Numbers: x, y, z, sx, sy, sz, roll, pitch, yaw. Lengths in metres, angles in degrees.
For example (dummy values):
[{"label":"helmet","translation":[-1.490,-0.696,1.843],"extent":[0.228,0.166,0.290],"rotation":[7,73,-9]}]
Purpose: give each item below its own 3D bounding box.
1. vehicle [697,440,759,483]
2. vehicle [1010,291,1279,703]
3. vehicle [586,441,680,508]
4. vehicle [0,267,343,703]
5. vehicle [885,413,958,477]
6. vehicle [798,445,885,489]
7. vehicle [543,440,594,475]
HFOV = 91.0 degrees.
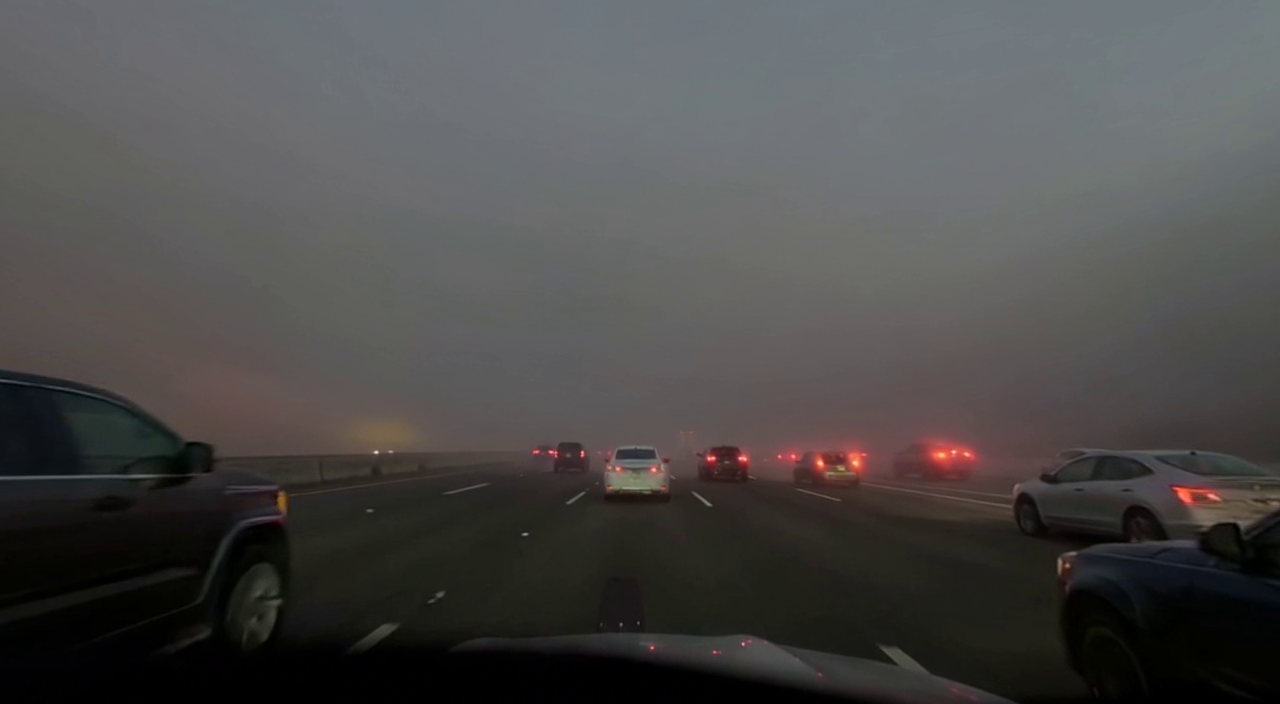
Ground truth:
[{"label":"vehicle","translation":[3.707,4.669,27.161],"extent":[2.053,1.666,4.106],"rotation":[0,-9,0]},{"label":"vehicle","translation":[3.410,0.611,1.465],"extent":[2.215,1.879,4.845],"rotation":[0,-9,1]},{"label":"vehicle","translation":[-0.132,3.098,16.339],"extent":[2.132,1.499,4.038],"rotation":[0,-9,1]},{"label":"vehicle","translation":[-3.691,0.641,2.258],"extent":[2.510,1.959,5.372],"rotation":[0,-9,1]},{"label":"vehicle","translation":[17.333,5.768,38.983],"extent":[2.777,3.740,3.338],"rotation":[1,-9,-1]},{"label":"vehicle","translation":[7.515,4.317,23.955],"extent":[1.942,1.482,4.250],"rotation":[0,-9,0]},{"label":"vehicle","translation":[-3.747,5.648,33.960],"extent":[2.079,1.741,4.436],"rotation":[0,-9,2]}]
